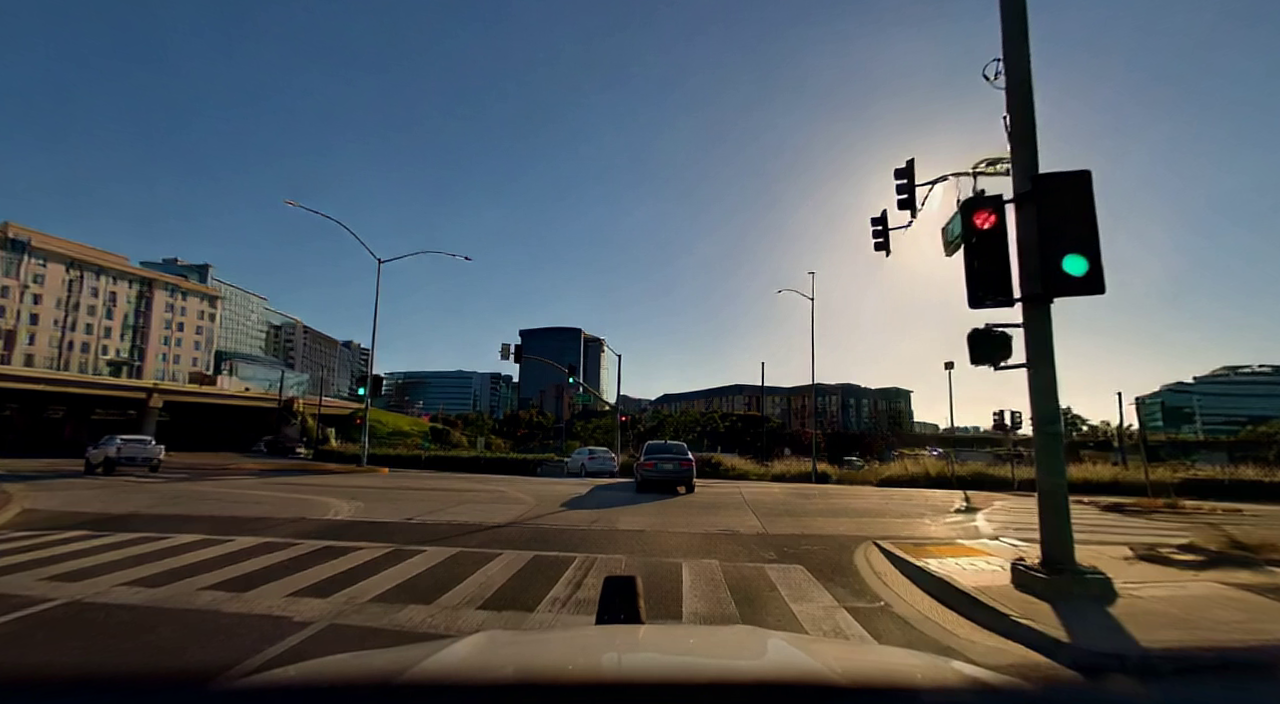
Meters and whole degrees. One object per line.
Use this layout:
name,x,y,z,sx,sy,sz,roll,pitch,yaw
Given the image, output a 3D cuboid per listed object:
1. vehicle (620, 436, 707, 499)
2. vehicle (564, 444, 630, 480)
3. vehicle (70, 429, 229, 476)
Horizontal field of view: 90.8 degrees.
vehicle,0.513,3.133,17.526,2.048,1.516,3.874,0,-9,-3
vehicle,-2.151,5.271,30.656,2.007,1.605,3.852,3,-9,-23
vehicle,-18.163,3.718,23.386,5.413,1.572,2.325,-4,-9,25
